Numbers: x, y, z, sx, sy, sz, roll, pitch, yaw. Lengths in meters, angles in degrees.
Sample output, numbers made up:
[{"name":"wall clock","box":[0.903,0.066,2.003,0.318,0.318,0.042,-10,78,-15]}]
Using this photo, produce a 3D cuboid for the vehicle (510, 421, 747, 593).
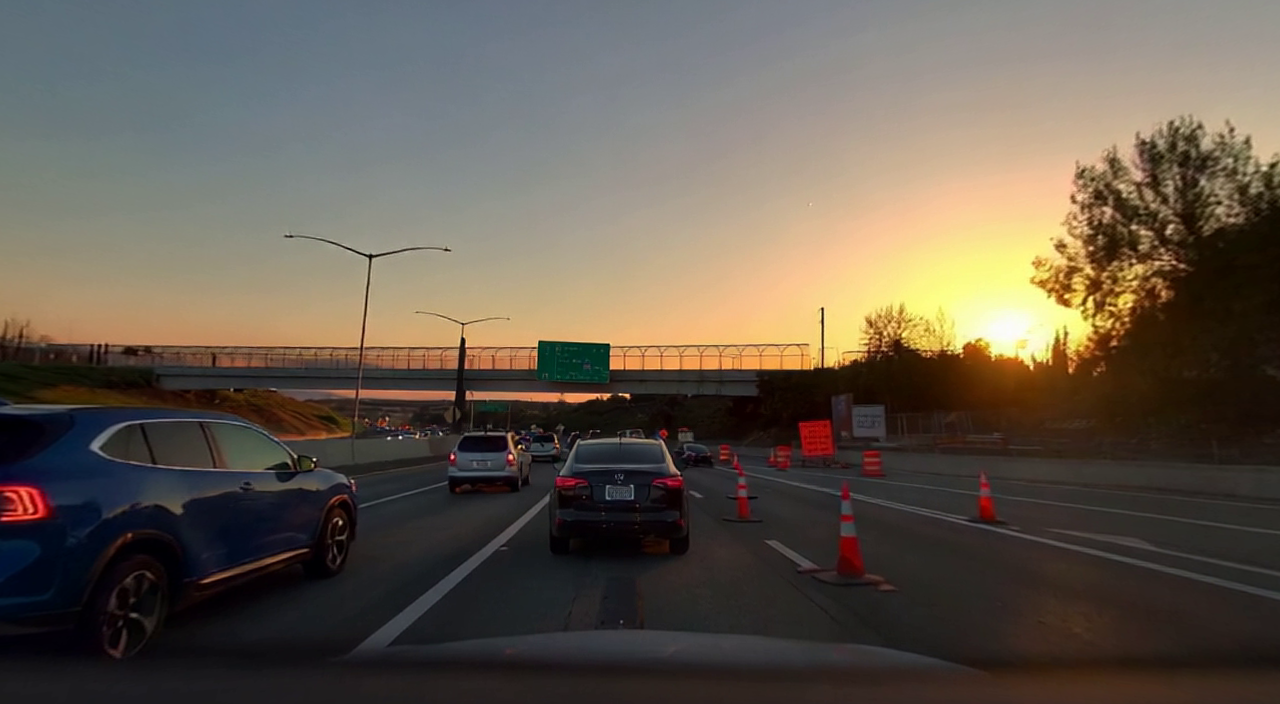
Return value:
[{"name":"vehicle","box":[-0.182,1.653,7.585,2.069,1.484,3.982,0,-9,-3]}]

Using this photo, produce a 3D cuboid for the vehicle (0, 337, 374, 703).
[{"name":"vehicle","box":[-3.636,1.052,4.193,2.025,1.708,4.089,0,-9,-1]}]

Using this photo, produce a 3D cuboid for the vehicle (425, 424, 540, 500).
[{"name":"vehicle","box":[-3.939,2.826,16.537,1.982,1.727,4.057,0,-9,-1]}]
